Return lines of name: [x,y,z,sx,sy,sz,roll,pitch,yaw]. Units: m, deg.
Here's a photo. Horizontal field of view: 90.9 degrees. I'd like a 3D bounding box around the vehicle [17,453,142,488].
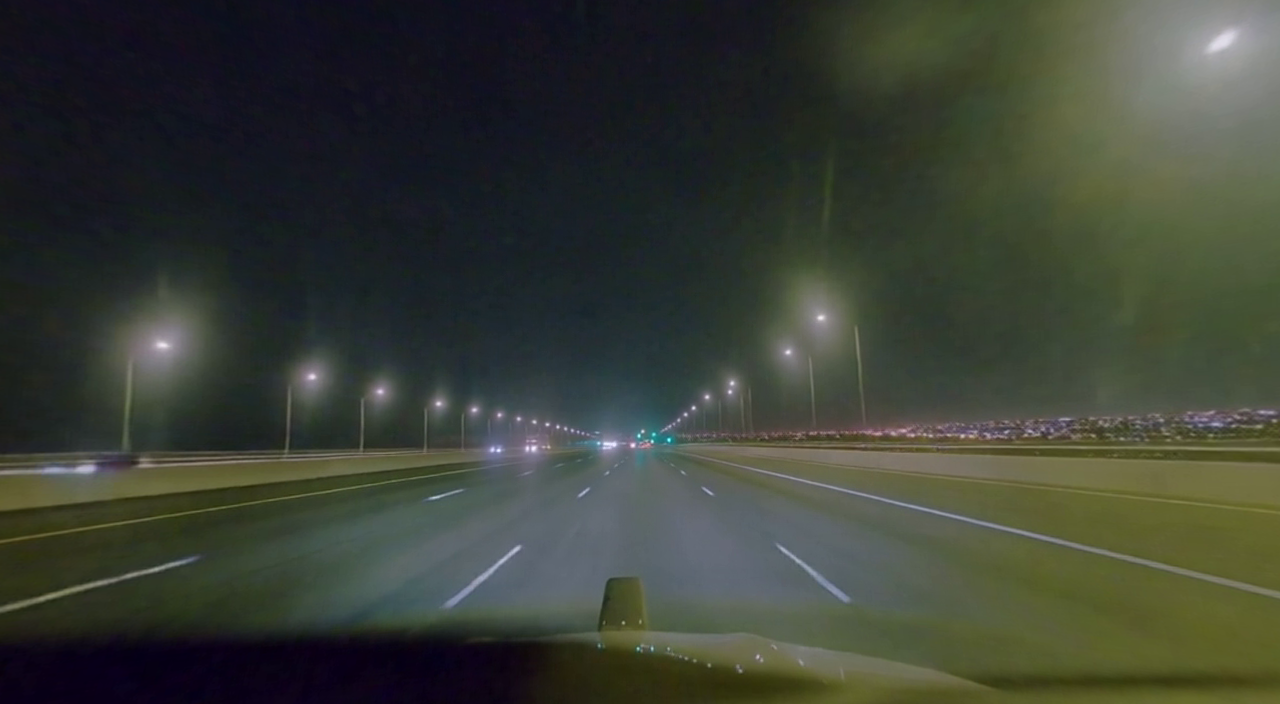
vehicle: [-26.874,5.677,30.495,1.902,1.459,4.495,0,-8,0]
